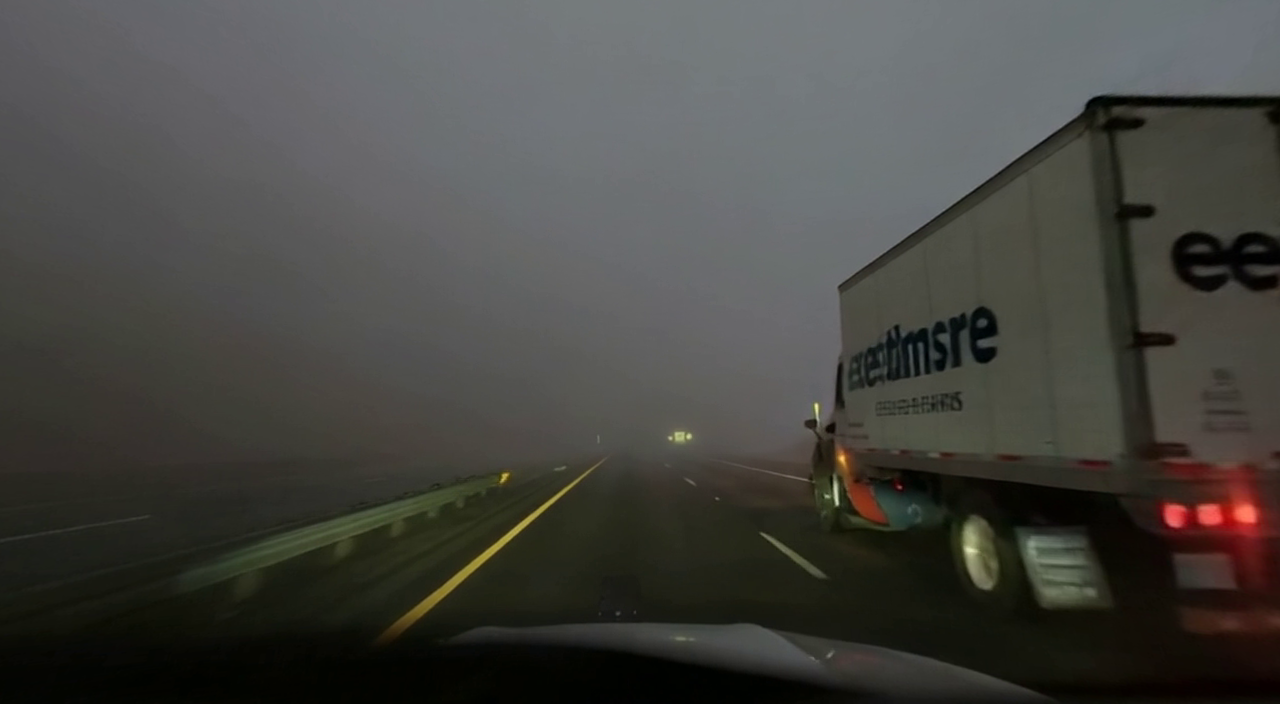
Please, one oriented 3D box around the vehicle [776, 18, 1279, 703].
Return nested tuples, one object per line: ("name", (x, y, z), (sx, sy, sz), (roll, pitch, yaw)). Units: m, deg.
("vehicle", (3.533, 0.585, 6.164), (2.702, 3.193, 7.196), (0, -8, 0))
